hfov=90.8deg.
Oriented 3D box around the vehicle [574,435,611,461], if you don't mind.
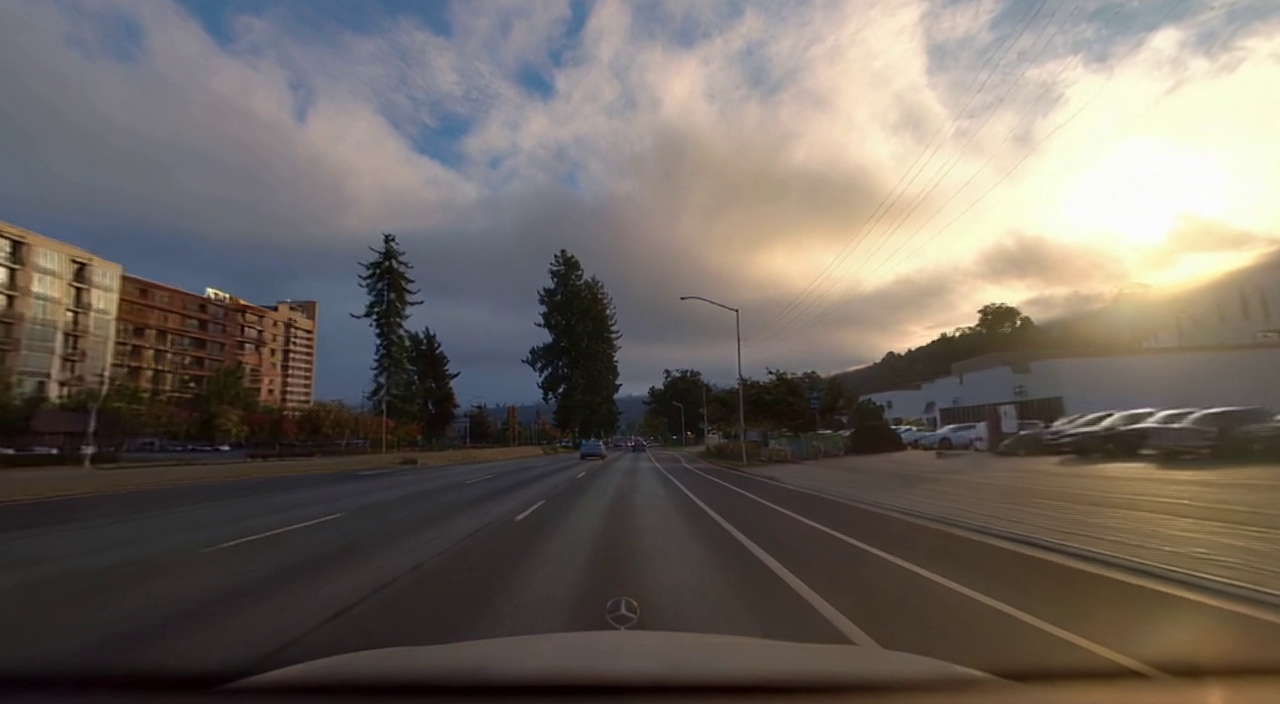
[{"bbox_3d":[-3.204,6.553,43.255,2.121,1.654,3.993,0,-8,1],"label":"vehicle"}]
